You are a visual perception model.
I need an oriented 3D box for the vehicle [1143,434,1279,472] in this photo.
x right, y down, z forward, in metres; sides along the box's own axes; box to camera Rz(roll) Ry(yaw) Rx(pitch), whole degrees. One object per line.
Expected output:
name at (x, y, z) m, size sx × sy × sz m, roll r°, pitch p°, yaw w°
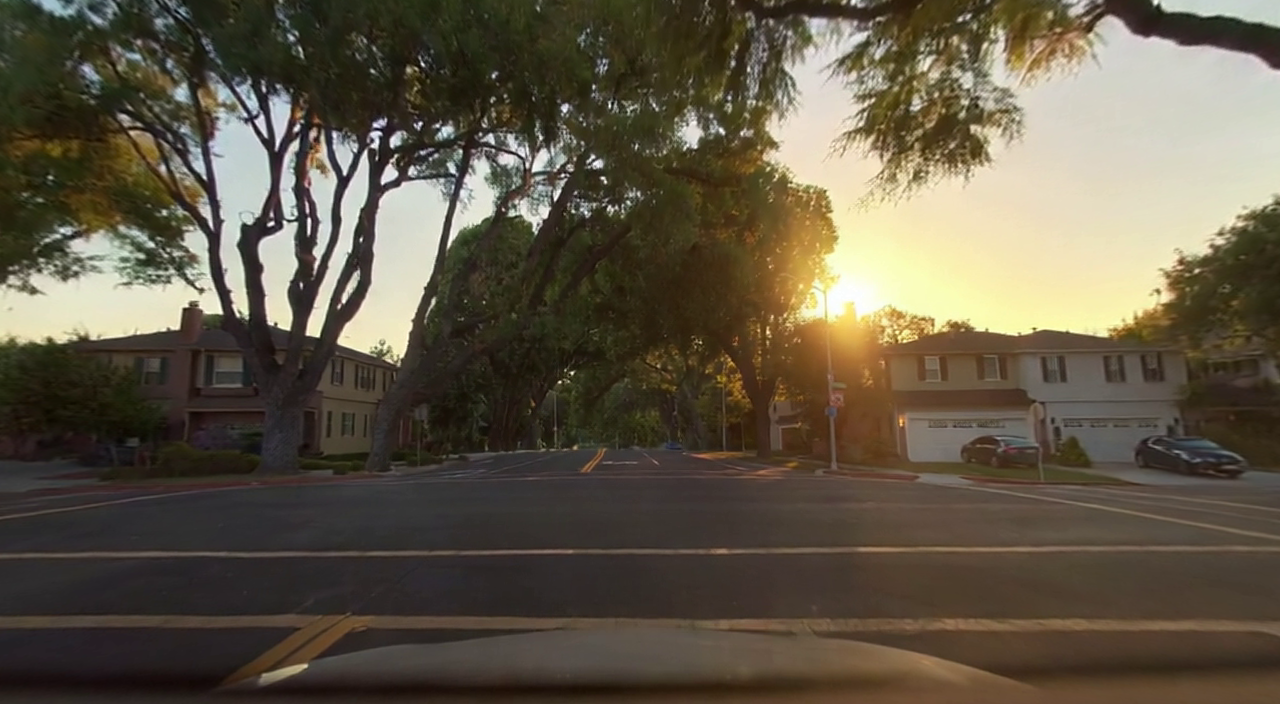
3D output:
vehicle at (26.462, 4.611, 29.128) m, size 2.152 × 1.606 × 5.402 m, roll 0°, pitch -8°, yaw 1°
